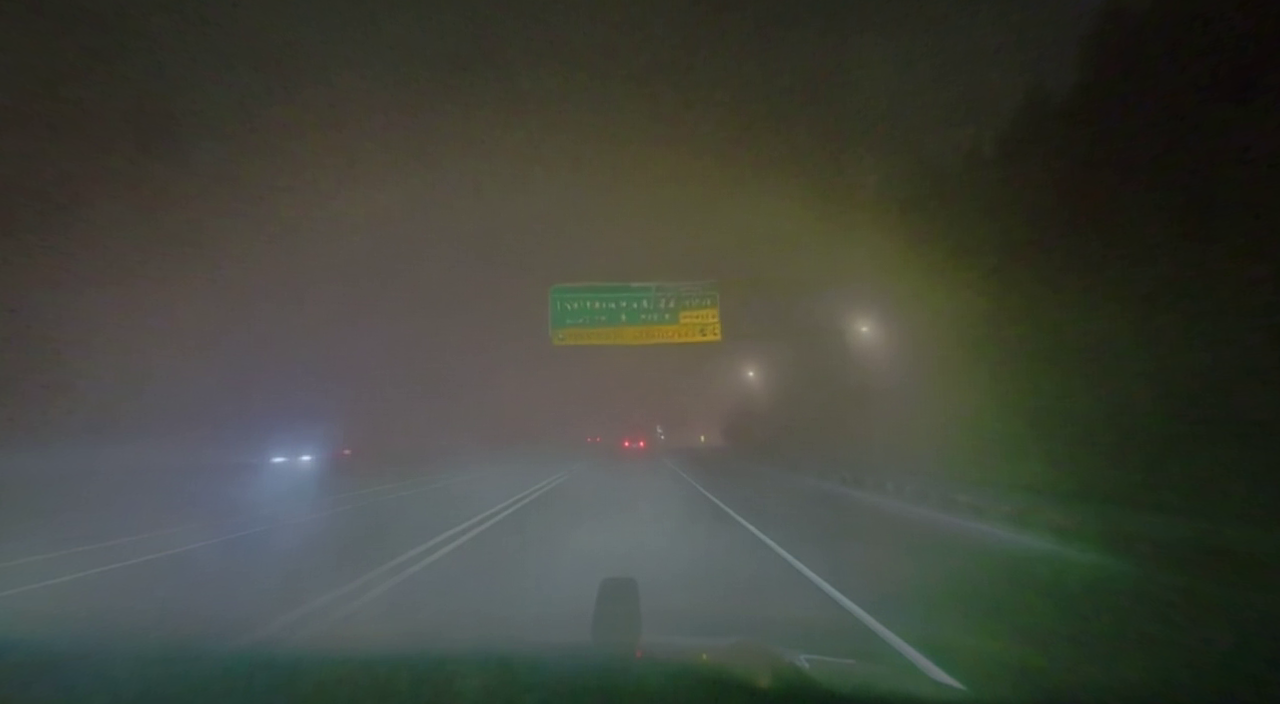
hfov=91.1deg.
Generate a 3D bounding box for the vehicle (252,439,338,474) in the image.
[{"bbox_3d":[-17.033,5.143,31.341,1.892,1.581,4.322,0,-8,-1],"label":"vehicle"}]
